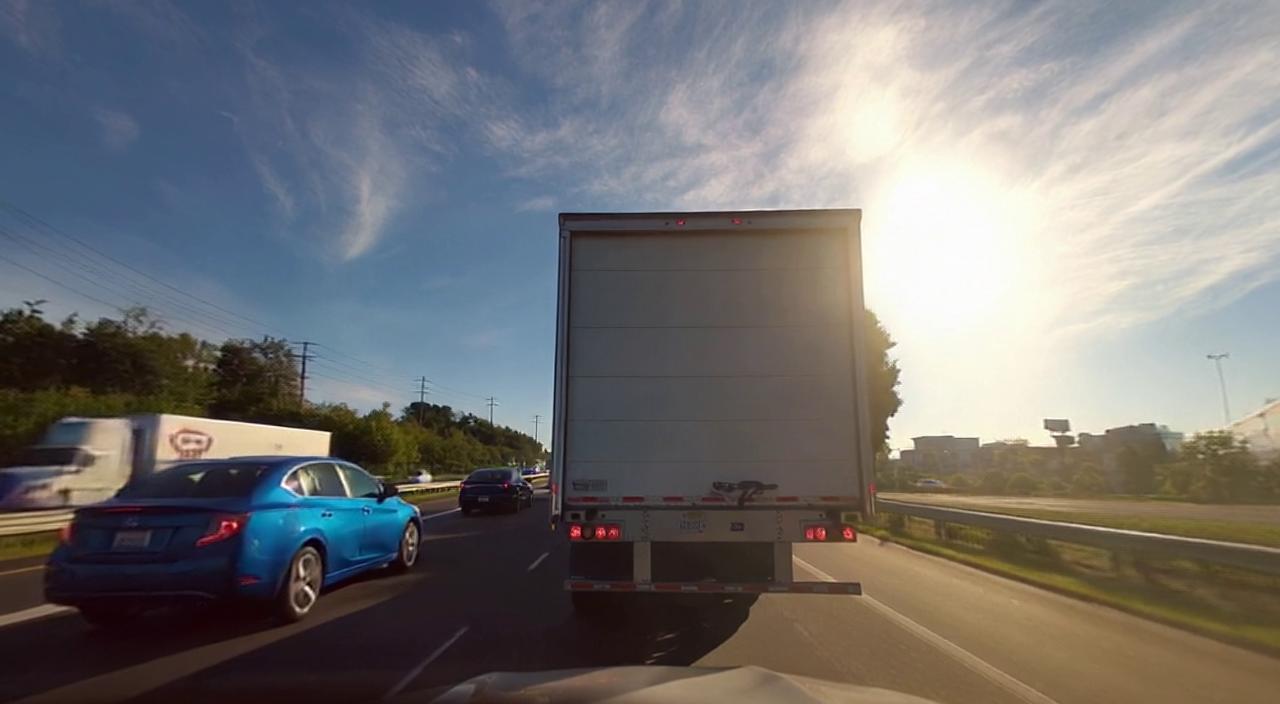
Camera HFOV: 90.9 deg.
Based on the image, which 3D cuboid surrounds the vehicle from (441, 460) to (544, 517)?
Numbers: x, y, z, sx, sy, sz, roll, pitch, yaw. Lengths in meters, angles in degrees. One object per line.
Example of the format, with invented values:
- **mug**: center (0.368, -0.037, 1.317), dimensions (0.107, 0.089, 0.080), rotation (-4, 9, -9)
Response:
- **vehicle**: center (-4.229, 4.019, 18.890), dimensions (1.891, 1.469, 4.431), rotation (0, -11, 2)

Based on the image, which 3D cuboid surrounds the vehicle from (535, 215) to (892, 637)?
- **vehicle**: center (0.721, 1.309, 9.602), dimensions (2.831, 3.529, 8.689), rotation (0, -11, 2)

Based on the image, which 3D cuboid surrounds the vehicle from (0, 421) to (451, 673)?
- **vehicle**: center (-3.802, 1.705, 6.597), dimensions (1.983, 1.575, 4.973), rotation (0, -11, 1)
